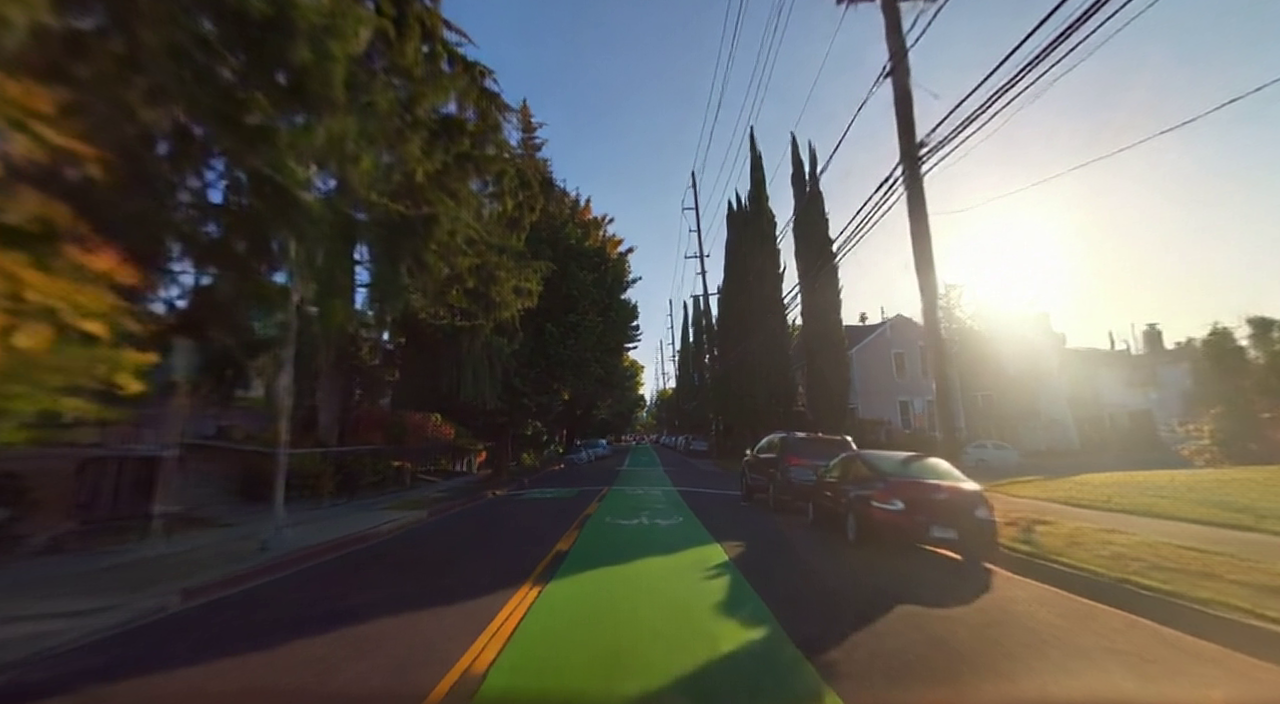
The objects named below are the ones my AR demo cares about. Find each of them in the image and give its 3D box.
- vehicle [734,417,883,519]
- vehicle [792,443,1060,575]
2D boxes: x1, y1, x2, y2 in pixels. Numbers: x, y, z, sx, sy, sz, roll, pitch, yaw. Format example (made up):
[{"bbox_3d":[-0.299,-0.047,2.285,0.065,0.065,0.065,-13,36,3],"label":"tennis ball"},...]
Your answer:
[{"bbox_3d":[3.686,2.749,14.833,2.054,1.879,4.717,3,-11,-2],"label":"vehicle"},{"bbox_3d":[3.834,2.145,9.468,1.981,1.512,4.144,0,-9,-1],"label":"vehicle"}]
